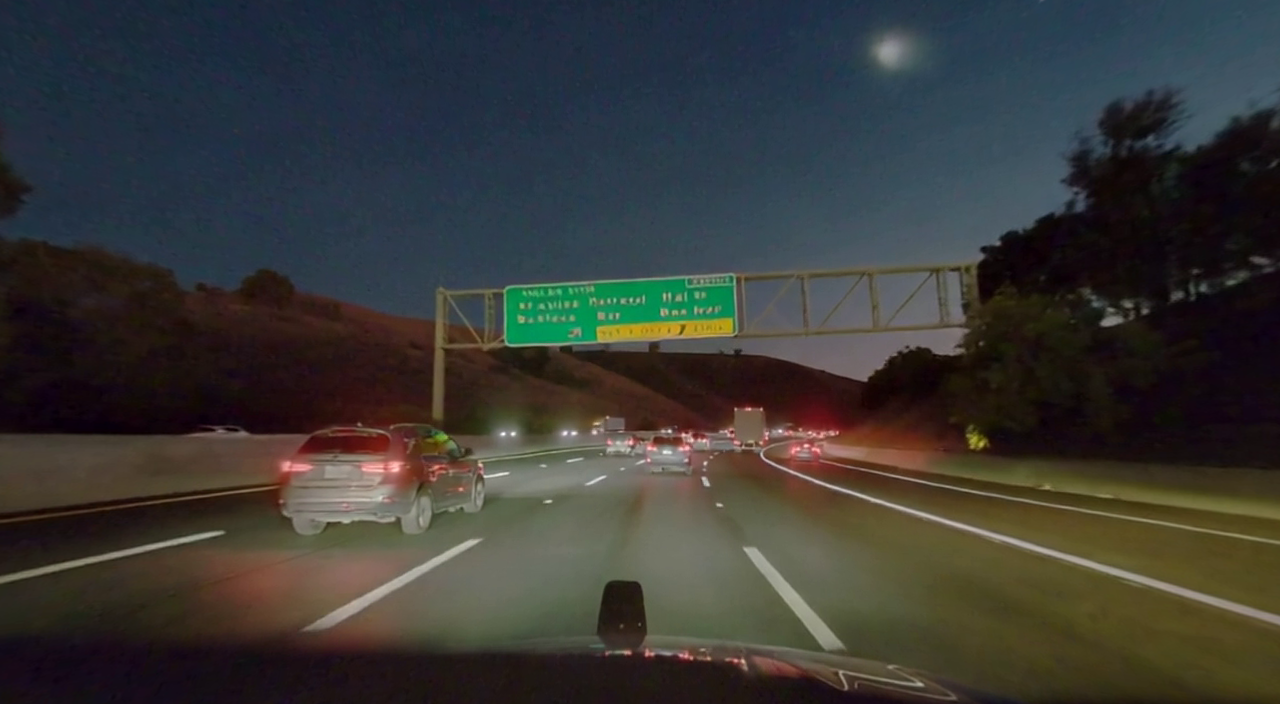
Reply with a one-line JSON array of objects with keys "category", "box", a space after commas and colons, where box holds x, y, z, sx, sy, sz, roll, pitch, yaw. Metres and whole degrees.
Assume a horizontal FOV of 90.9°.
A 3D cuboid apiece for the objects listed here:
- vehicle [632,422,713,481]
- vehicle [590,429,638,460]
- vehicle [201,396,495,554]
[{"category": "vehicle", "box": [1.144, 3.412, 21.771, 2.484, 1.820, 4.497, -1, -8, 4]}, {"category": "vehicle", "box": [-1.458, 5.532, 37.619, 2.194, 1.702, 4.305, -1, -8, 7]}, {"category": "vehicle", "box": [-3.714, 1.667, 9.165, 2.077, 1.712, 4.406, 0, -8, 1]}]
